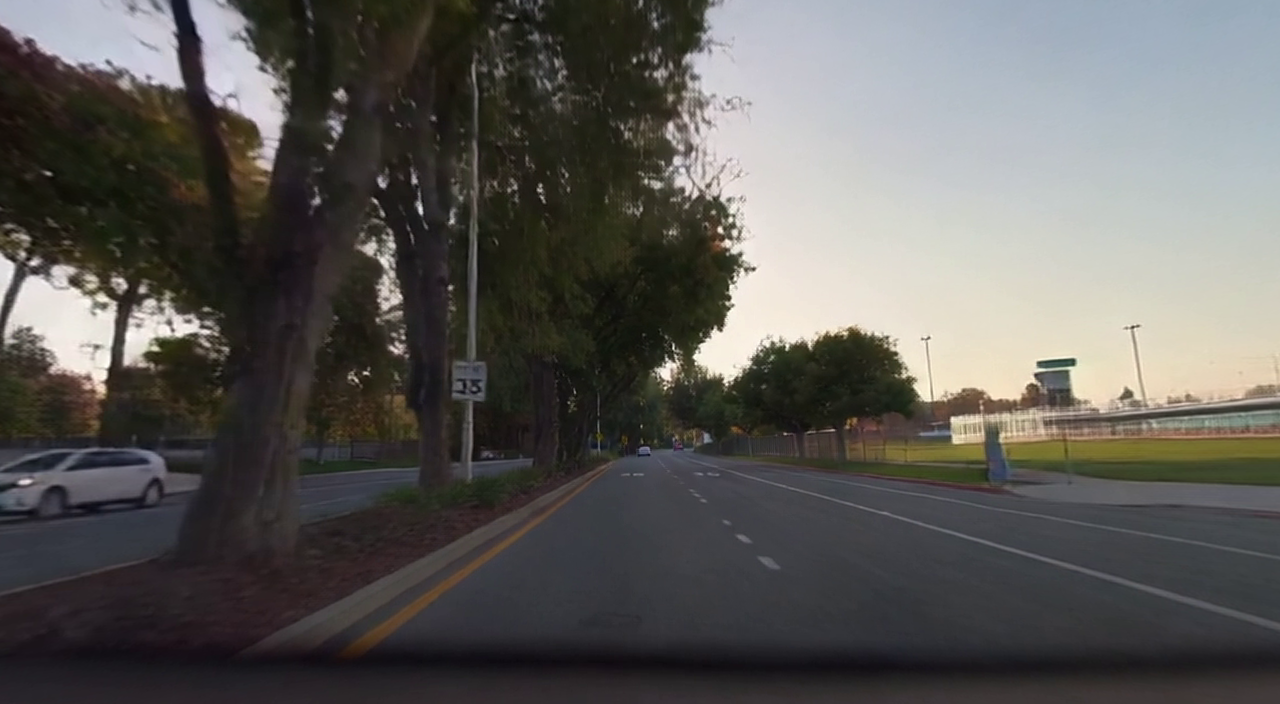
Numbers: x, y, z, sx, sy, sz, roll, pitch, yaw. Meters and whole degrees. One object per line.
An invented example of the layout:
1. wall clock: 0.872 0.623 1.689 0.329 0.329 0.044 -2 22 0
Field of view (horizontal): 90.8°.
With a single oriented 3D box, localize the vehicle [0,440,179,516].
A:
1. vehicle: -16.531 3.593 18.499 2.511 1.881 4.658 -2 -8 0
